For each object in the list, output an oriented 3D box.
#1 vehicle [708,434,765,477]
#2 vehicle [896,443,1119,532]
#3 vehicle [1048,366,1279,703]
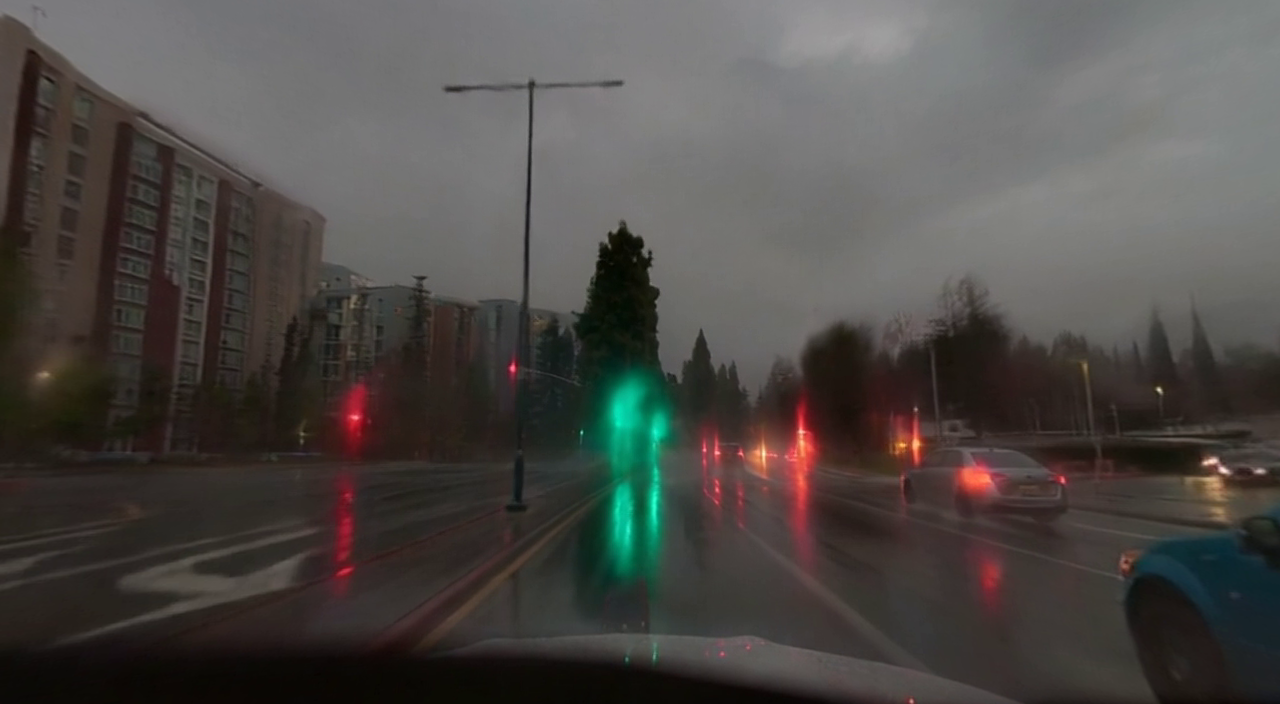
[{"bbox_3d":[4.508,4.939,30.289,2.154,1.844,4.634,-1,-8,2],"label":"vehicle"},{"bbox_3d":[7.252,2.670,13.140,1.899,1.496,4.559,0,-8,0],"label":"vehicle"},{"bbox_3d":[3.306,0.762,1.555,1.901,1.634,3.952,0,-8,0],"label":"vehicle"}]
